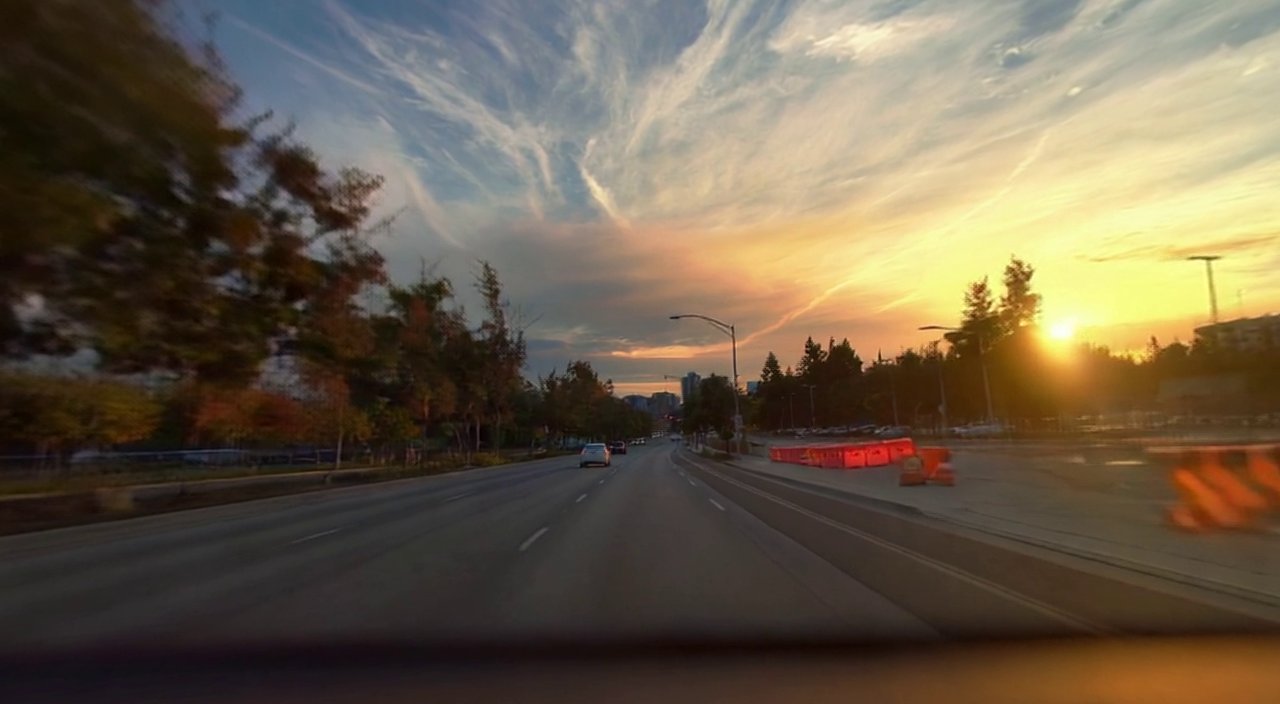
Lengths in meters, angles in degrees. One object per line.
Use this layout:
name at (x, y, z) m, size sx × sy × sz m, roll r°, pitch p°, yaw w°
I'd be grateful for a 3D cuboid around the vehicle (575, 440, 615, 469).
vehicle at (-2.700, 6.238, 38.630) m, size 2.121 × 1.654 × 3.993 m, roll 0°, pitch -8°, yaw 1°
